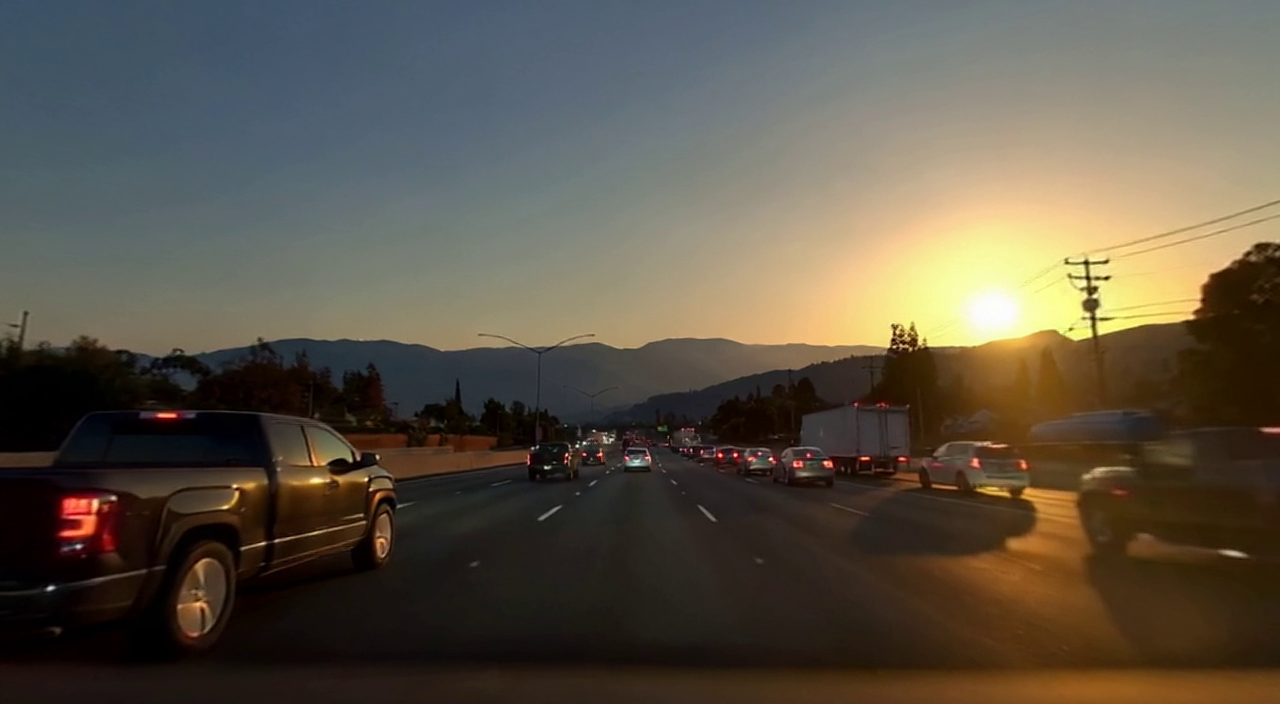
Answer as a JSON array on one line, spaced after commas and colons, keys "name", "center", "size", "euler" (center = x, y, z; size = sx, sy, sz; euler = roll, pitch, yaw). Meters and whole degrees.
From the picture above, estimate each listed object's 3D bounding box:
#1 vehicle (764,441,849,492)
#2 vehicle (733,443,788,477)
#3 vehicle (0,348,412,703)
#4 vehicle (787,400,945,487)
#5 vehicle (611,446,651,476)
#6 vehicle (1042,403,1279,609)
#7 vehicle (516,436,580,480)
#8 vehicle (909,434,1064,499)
[{"name": "vehicle", "center": [5.649, 3.905, 21.925], "size": [1.956, 1.576, 4.211], "euler": [0, -9, 3]}, {"name": "vehicle", "center": [6.081, 5.491, 32.295], "size": [1.989, 1.642, 4.082], "euler": [0, -8, 0]}, {"name": "vehicle", "center": [-3.491, 1.127, 4.338], "size": [2.127, 1.705, 4.374], "euler": [0, -8, 1]}, {"name": "vehicle", "center": [10.374, 4.516, 31.070], "size": [3.442, 3.405, 11.948], "euler": [0, -8, 0]}, {"name": "vehicle", "center": [-0.465, 5.909, 34.467], "size": [2.060, 1.508, 4.308], "euler": [0, -8, 0]}, {"name": "vehicle", "center": [6.260, 1.387, 5.995], "size": [2.058, 1.667, 4.209], "euler": [0, -8, 0]}, {"name": "vehicle", "center": [-4.122, 4.843, 28.992], "size": [2.147, 1.825, 4.602], "euler": [0, -8, 1]}, {"name": "vehicle", "center": [10.569, 3.515, 19.748], "size": [2.046, 1.754, 4.862], "euler": [0, -9, -1]}]
